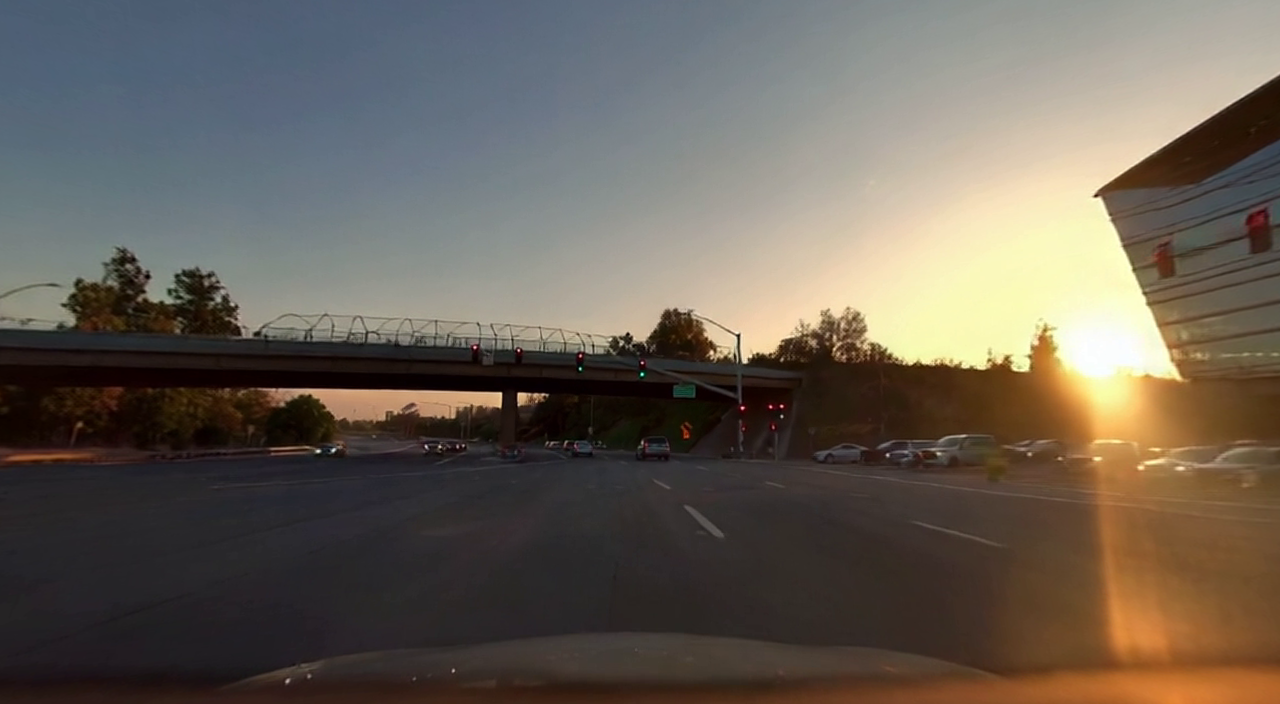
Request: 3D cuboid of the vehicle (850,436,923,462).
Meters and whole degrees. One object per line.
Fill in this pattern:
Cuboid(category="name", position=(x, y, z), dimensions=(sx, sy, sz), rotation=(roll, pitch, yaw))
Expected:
Cuboid(category="vehicle", position=(15.629, 6.138, 40.053), dimensions=(4.154, 1.603, 1.834), rotation=(3, -9, -22))

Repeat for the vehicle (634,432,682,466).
Cuboid(category="vehicle", position=(0.896, 5.252, 34.362), dimensions=(2.024, 1.724, 3.928), rotation=(1, -8, -7))

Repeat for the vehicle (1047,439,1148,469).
Cuboid(category="vehicle", position=(23.733, 5.245, 32.792), dimensions=(4.570, 1.455, 1.976), rotation=(3, -9, -22))

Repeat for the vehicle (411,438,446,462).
Cuboid(category="vehicle", position=(-16.320, 7.545, 48.833), dimensions=(1.989, 1.619, 4.612), rotation=(1, -7, -12))

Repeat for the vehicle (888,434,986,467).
Cuboid(category="vehicle", position=(15.776, 5.203, 33.578), dimensions=(4.501, 1.631, 2.165), rotation=(3, -9, -22))

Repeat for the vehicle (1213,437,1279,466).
Cuboid(category="vehicle", position=(36.999, 5.938, 37.871), dimensions=(4.589, 1.634, 1.883), rotation=(3, -9, -21))

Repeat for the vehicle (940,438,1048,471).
Cuboid(category="vehicle", position=(16.561, 4.774, 29.582), dimensions=(4.538, 1.417, 1.948), rotation=(3, -9, -23))

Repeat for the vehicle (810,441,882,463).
Cuboid(category="vehicle", position=(14.250, 6.897, 43.739), dimensions=(4.490, 1.430, 1.996), rotation=(3, -9, -22))

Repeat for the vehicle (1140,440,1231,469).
Cuboid(category="vehicle", position=(30.331, 5.665, 35.126), dimensions=(4.427, 1.475, 1.897), rotation=(3, -9, -22))
